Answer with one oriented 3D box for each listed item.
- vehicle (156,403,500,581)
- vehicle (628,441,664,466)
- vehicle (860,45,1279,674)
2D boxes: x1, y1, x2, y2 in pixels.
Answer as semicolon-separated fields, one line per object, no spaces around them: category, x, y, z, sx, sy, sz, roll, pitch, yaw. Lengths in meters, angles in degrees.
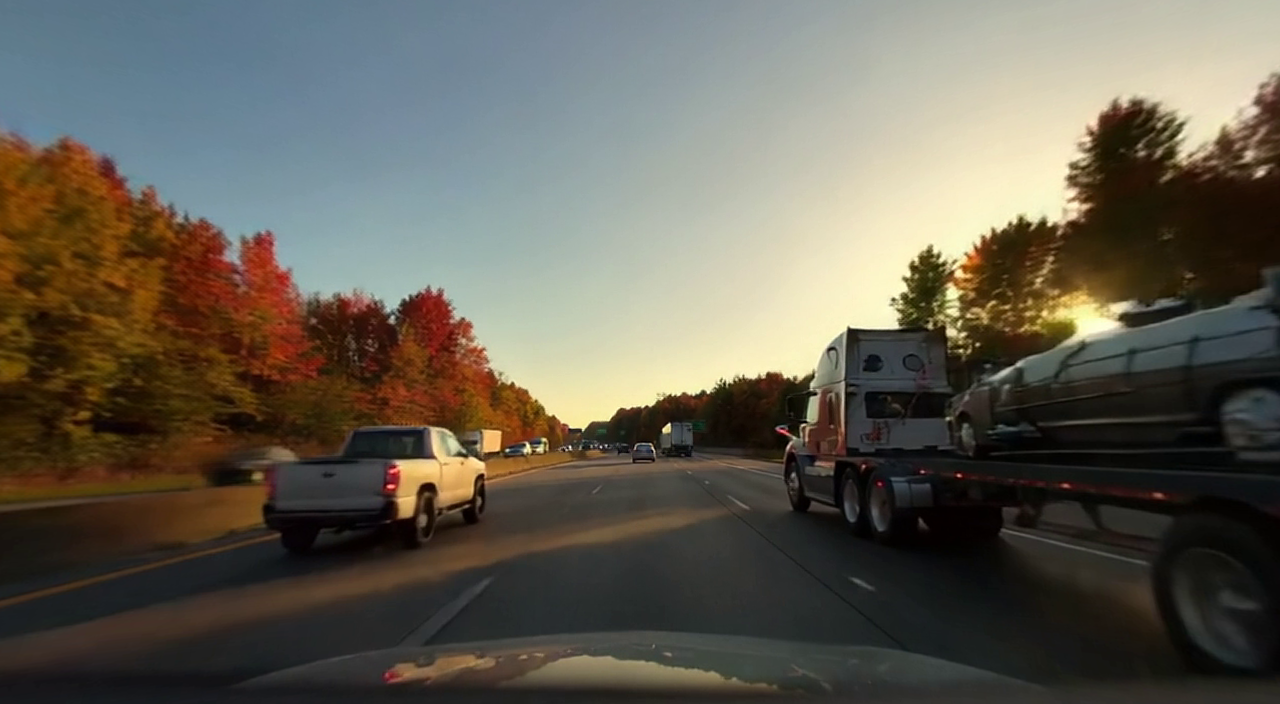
vehicle;-3.488;1.674;8.377;2.077;1.669;4.739;0;-8;1
vehicle;0.364;6.395;39.862;2.152;1.484;4.211;0;-8;1
vehicle;4.926;-0.023;2.859;3.150;3.257;13.098;0;-8;0
